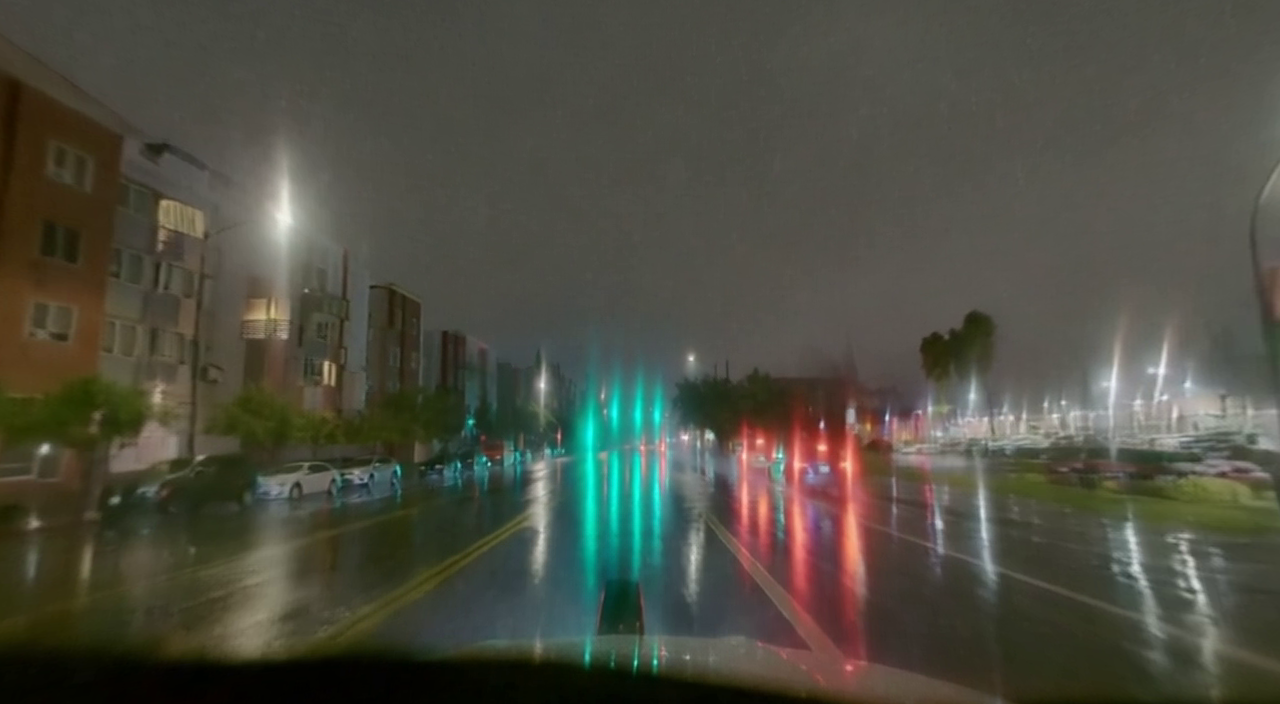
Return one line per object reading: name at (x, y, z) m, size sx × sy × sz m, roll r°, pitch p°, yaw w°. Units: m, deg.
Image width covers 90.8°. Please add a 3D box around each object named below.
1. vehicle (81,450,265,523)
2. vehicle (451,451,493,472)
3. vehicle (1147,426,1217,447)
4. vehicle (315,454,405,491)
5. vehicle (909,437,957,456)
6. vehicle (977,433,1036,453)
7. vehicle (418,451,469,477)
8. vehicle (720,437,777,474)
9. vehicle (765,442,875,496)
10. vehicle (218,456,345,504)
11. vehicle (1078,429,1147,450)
vehicle at (-12.669, 3.619, 17.579) m, size 1.908 × 1.694 × 4.306 m, roll 0°, pitch -8°, yaw -3°
vehicle at (-12.312, 8.023, 46.577) m, size 1.723 × 1.418 × 4.359 m, roll 0°, pitch -8°, yaw 2°
vehicle at (41.893, 6.593, 48.938) m, size 1.793 × 1.525 × 4.157 m, roll 0°, pitch -8°, yaw 2°
vehicle at (-12.660, 5.449, 28.944) m, size 1.889 × 1.461 × 4.608 m, roll 0°, pitch -8°, yaw 2°
vehicle at (22.750, 7.347, 49.209) m, size 1.797 × 1.425 × 3.794 m, roll 0°, pitch -8°, yaw -2°
vehicle at (28.414, 7.108, 49.152) m, size 1.790 × 1.460 × 4.515 m, roll 0°, pitch -8°, yaw -2°
vehicle at (-12.329, 7.030, 39.875) m, size 1.926 × 1.499 × 3.869 m, roll 0°, pitch -8°, yaw 1°
vehicle at (5.603, 5.424, 33.309) m, size 2.102 × 1.781 × 5.470 m, roll 0°, pitch -8°, yaw 0°
vehicle at (5.375, 3.536, 19.513) m, size 2.085 × 1.466 × 4.276 m, roll 0°, pitch -8°, yaw -1°
vehicle at (-12.767, 4.555, 22.923) m, size 1.779 × 1.433 × 4.633 m, roll 0°, pitch -8°, yaw 2°
vehicle at (36.612, 6.817, 49.092) m, size 1.780 × 1.479 × 4.556 m, roll 0°, pitch -8°, yaw -1°
